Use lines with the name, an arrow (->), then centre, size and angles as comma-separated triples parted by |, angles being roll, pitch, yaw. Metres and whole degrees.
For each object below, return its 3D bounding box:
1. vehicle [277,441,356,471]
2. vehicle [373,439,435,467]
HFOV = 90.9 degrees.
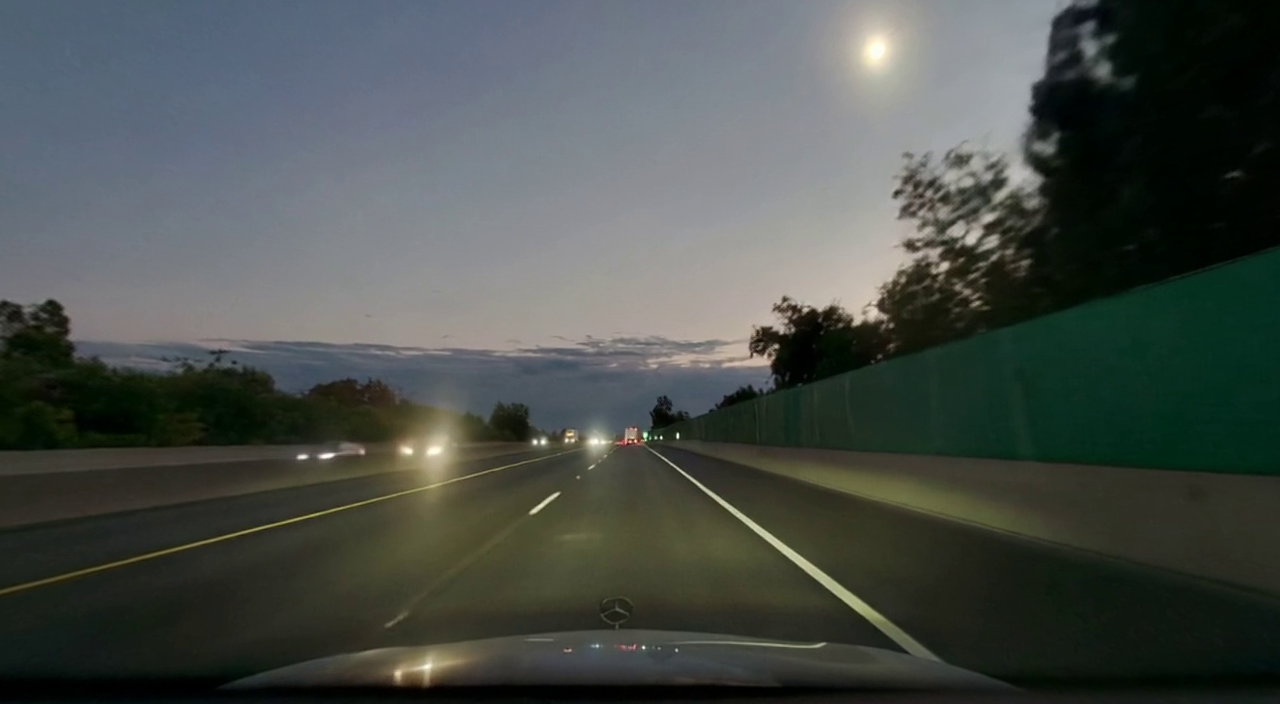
vehicle -> -17.293, 5.562, 33.930 | 2.040, 1.456, 4.184 | 0, -8, 0
vehicle -> -13.248, 5.654, 35.647 | 1.870, 1.420, 4.366 | 0, -8, -1
